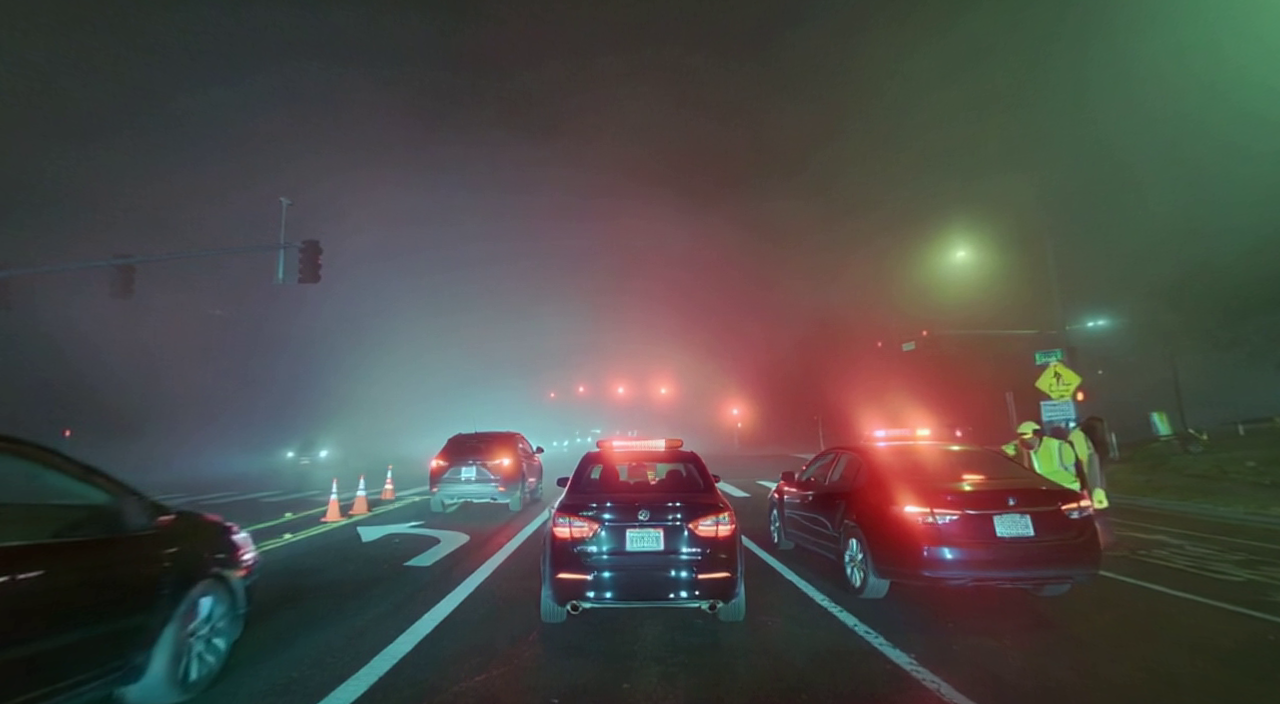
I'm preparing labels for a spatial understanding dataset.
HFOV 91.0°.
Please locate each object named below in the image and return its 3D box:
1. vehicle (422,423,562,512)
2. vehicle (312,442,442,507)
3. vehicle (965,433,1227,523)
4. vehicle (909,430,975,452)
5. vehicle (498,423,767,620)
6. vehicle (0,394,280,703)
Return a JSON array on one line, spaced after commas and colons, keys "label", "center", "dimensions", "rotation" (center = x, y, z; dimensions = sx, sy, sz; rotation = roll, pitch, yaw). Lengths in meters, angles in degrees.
[{"label": "vehicle", "center": [-3.307, 2.706, 15.211], "dimensions": [2.096, 1.789, 4.719], "rotation": [0, -9, 2]}, {"label": "vehicle", "center": [-6.530, 3.043, 16.059], "dimensions": [1.825, 1.460, 3.365], "rotation": [0, -9, 0]}, {"label": "vehicle", "center": [9.350, 2.587, 13.578], "dimensions": [1.957, 1.576, 4.670], "rotation": [0, -9, -3]}, {"label": "vehicle", "center": [23.766, 7.020, 49.630], "dimensions": [4.211, 1.659, 1.983], "rotation": [0, -9, 0]}, {"label": "vehicle", "center": [-0.114, 1.627, 7.066], "dimensions": [2.061, 1.486, 4.332], "rotation": [0, -8, -2]}, {"label": "vehicle", "center": [-3.637, 0.949, 2.633], "dimensions": [1.863, 1.526, 4.006], "rotation": [0, -9, 0]}]
